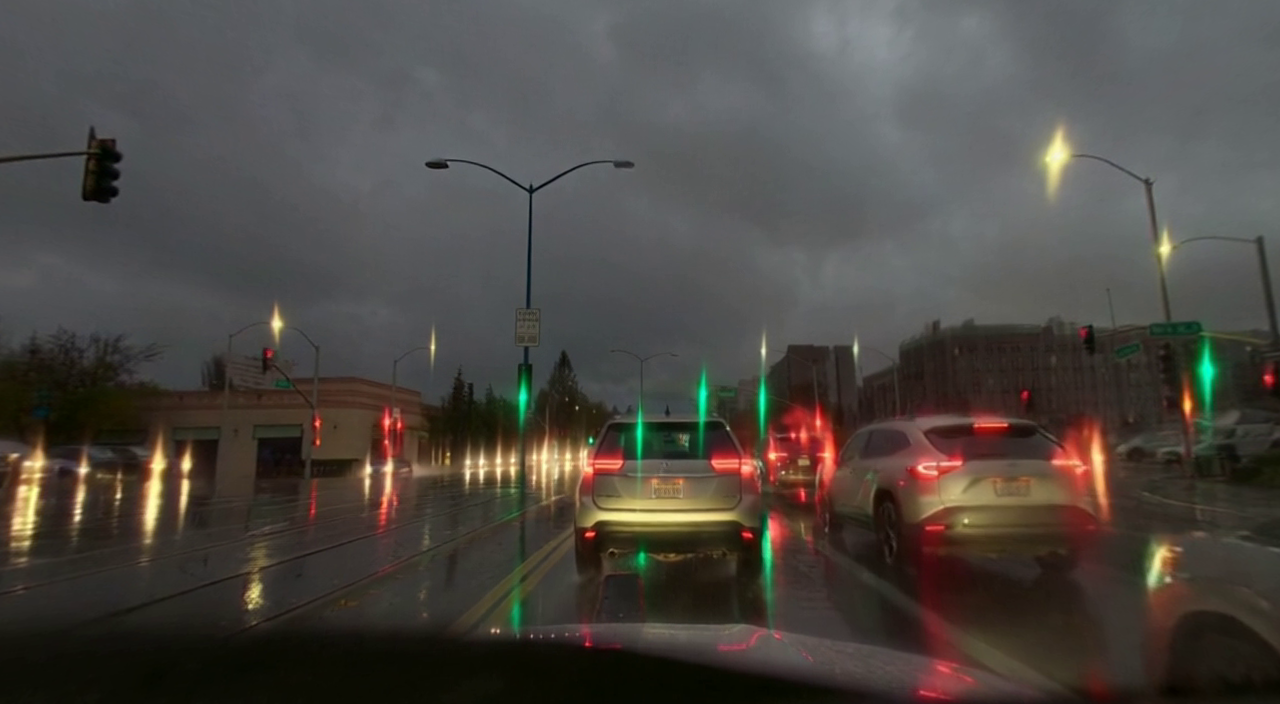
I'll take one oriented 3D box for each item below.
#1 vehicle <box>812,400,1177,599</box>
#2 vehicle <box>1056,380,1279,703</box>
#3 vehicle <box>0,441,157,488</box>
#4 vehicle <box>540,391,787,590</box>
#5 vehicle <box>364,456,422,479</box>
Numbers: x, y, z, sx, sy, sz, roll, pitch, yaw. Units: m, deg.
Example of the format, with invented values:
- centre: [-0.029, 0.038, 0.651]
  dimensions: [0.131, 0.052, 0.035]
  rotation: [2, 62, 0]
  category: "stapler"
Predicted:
- centre: [3.649, 1.600, 7.675]
  dimensions: [2.018, 1.701, 4.288]
  rotation: [0, -9, 2]
  category: "vehicle"
- centre: [3.138, 0.665, 0.839]
  dimensions: [2.056, 1.516, 4.776]
  rotation: [0, -9, 2]
  category: "vehicle"
- centre: [-24.572, 4.870, 27.526]
  dimensions: [5.062, 1.946, 2.243]
  rotation: [0, -9, -1]
  category: "vehicle"
- centre: [0.273, 1.625, 8.172]
  dimensions: [2.292, 1.840, 4.394]
  rotation: [0, -9, 2]
  category: "vehicle"
- centre: [-17.767, 8.318, 45.665]
  dimensions: [1.872, 1.477, 3.981]
  rotation: [-2, -9, 15]
  category: "vehicle"
